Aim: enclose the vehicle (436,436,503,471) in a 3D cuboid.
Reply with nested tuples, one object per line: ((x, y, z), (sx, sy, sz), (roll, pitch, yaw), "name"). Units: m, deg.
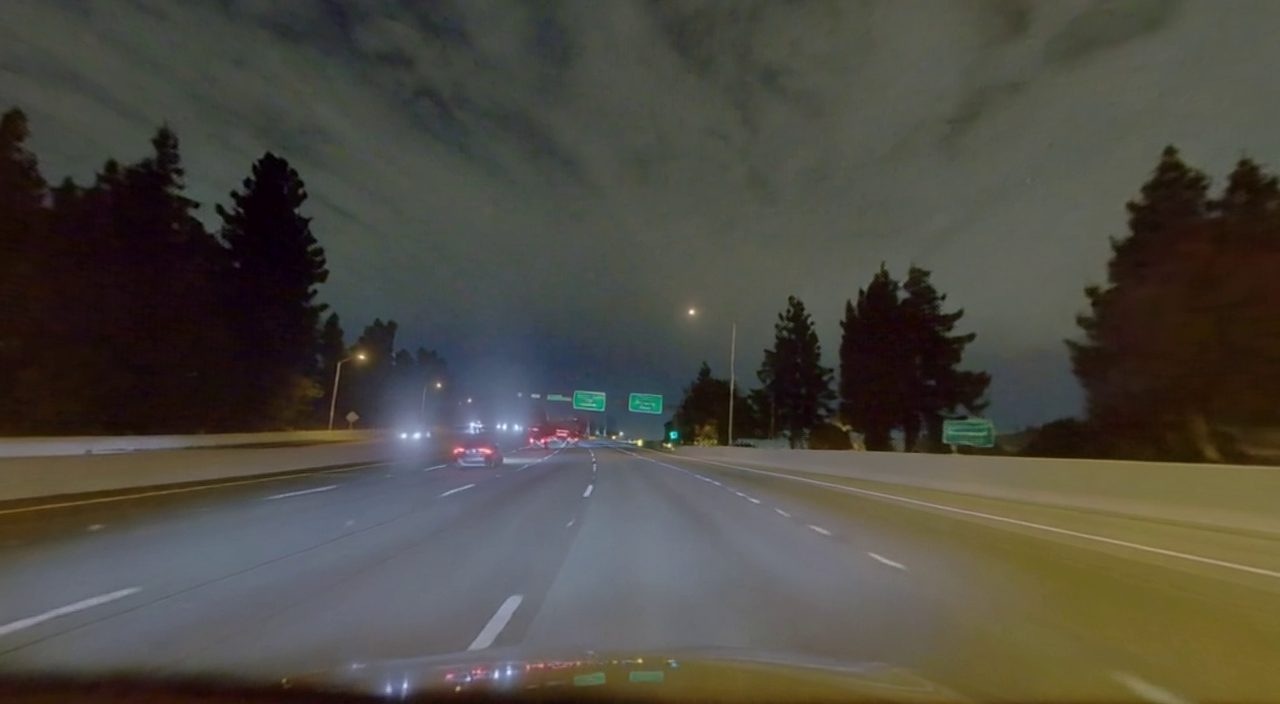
((-7.872, 4.705, 29.573), (2.025, 1.494, 4.495), (0, -8, -2), "vehicle")
